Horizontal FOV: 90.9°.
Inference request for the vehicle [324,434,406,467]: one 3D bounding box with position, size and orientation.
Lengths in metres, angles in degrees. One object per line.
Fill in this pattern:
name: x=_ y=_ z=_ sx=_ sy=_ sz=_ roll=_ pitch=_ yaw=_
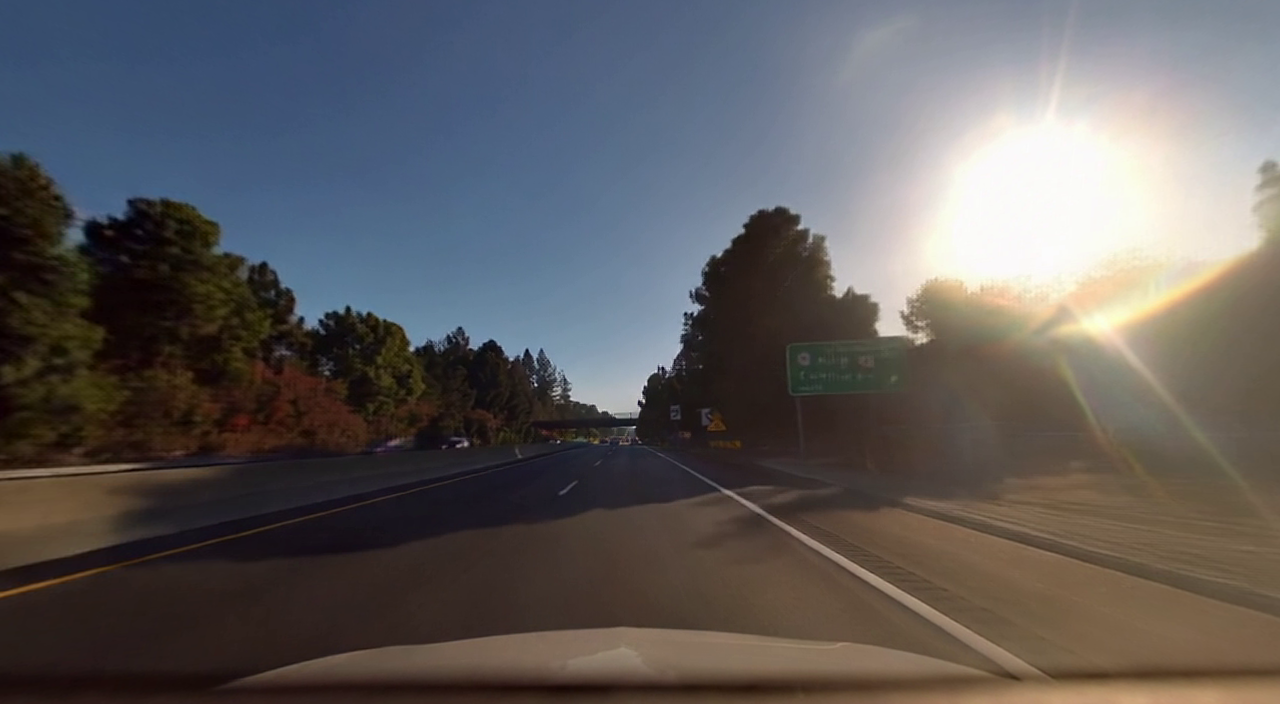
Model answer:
vehicle: x=-13.127 y=4.696 z=30.434 sx=1.917 sy=1.457 sz=4.632 roll=0 pitch=-8 yaw=-1
